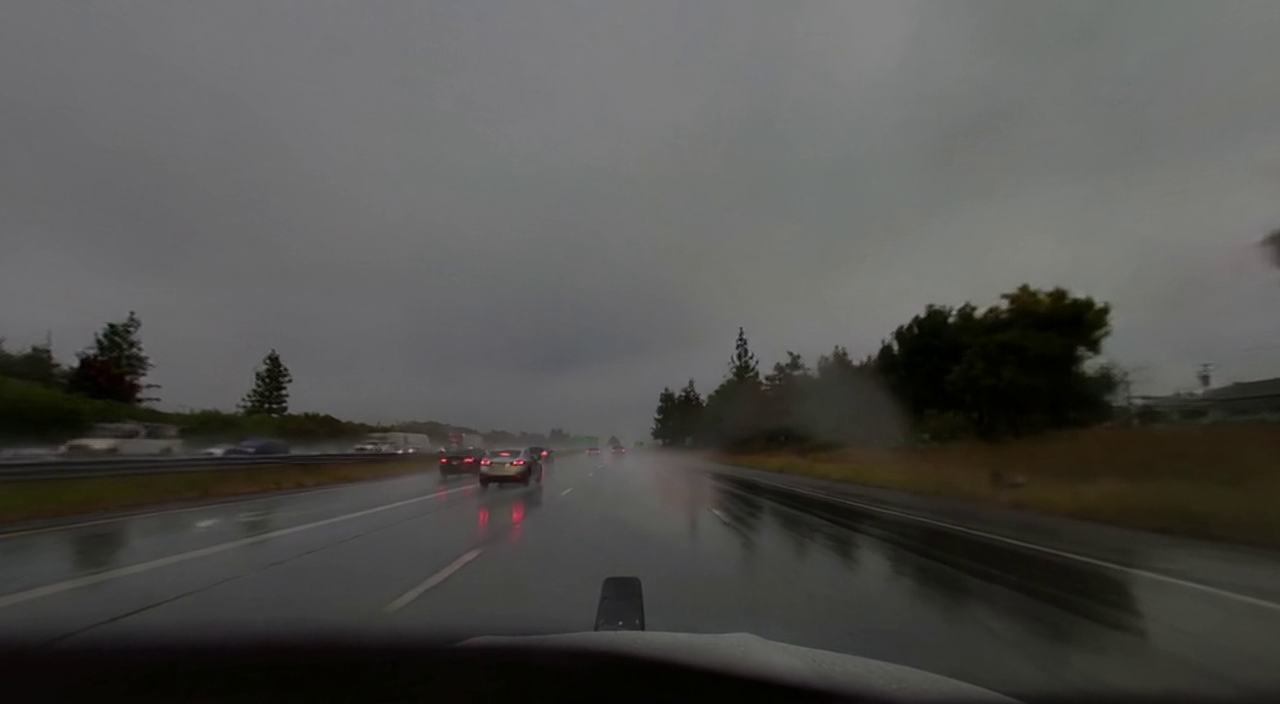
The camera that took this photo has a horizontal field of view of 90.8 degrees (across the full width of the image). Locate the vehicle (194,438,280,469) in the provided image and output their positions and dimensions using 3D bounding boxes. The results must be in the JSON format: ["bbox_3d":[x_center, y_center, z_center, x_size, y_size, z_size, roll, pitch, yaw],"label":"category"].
[{"bbox_3d":[-25.149,6.354,39.691,2.213,1.784,4.993,0,-9,-1],"label":"vehicle"}]

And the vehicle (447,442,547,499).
[{"bbox_3d":[-4.224,3.579,19.470,2.073,1.516,4.478,0,-9,0],"label":"vehicle"}]

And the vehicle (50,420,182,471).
[{"bbox_3d":[-28.821,5.222,35.137,2.237,2.591,5.886,0,-9,-1],"label":"vehicle"}]
